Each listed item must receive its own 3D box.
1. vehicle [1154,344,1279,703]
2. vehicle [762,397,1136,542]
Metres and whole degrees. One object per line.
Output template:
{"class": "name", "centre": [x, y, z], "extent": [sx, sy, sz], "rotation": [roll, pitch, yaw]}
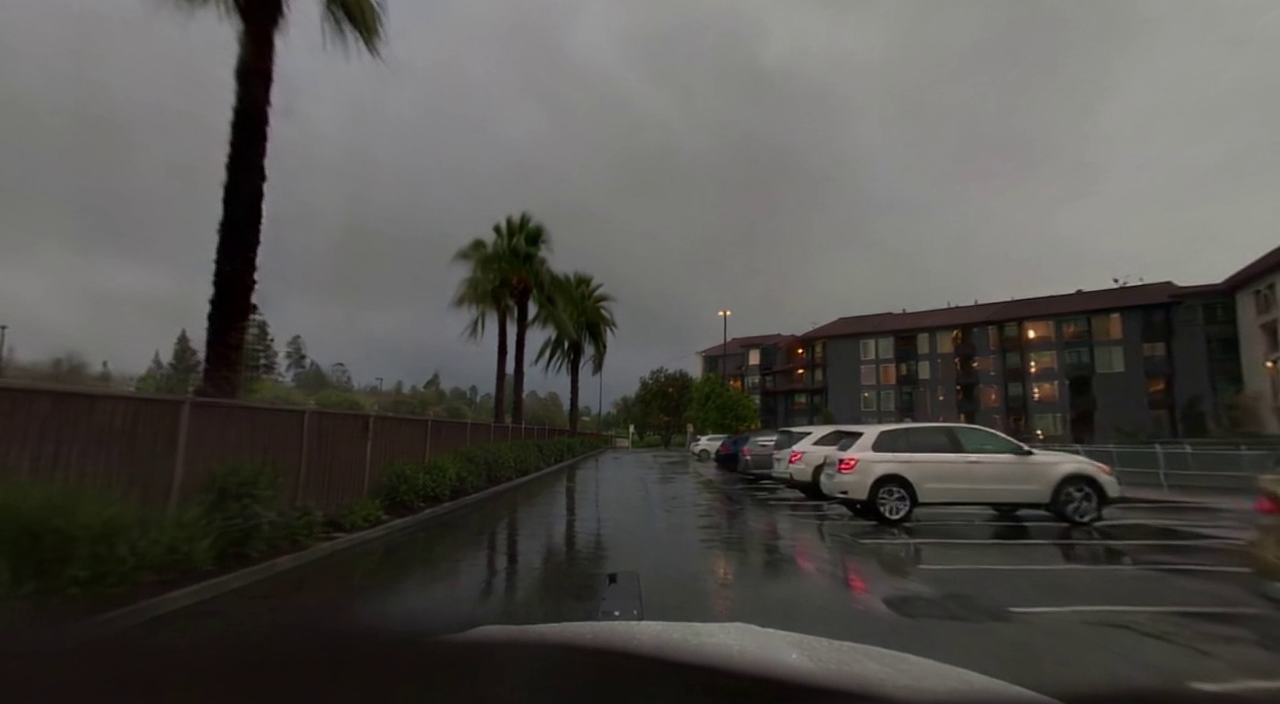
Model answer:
{"class": "vehicle", "centre": [5.975, 0.849, 2.988], "extent": [5.381, 1.826, 2.047], "rotation": [1, -9, -4]}
{"class": "vehicle", "centre": [5.246, 2.047, 11.497], "extent": [5.639, 2.033, 2.172], "rotation": [3, -7, 3]}
